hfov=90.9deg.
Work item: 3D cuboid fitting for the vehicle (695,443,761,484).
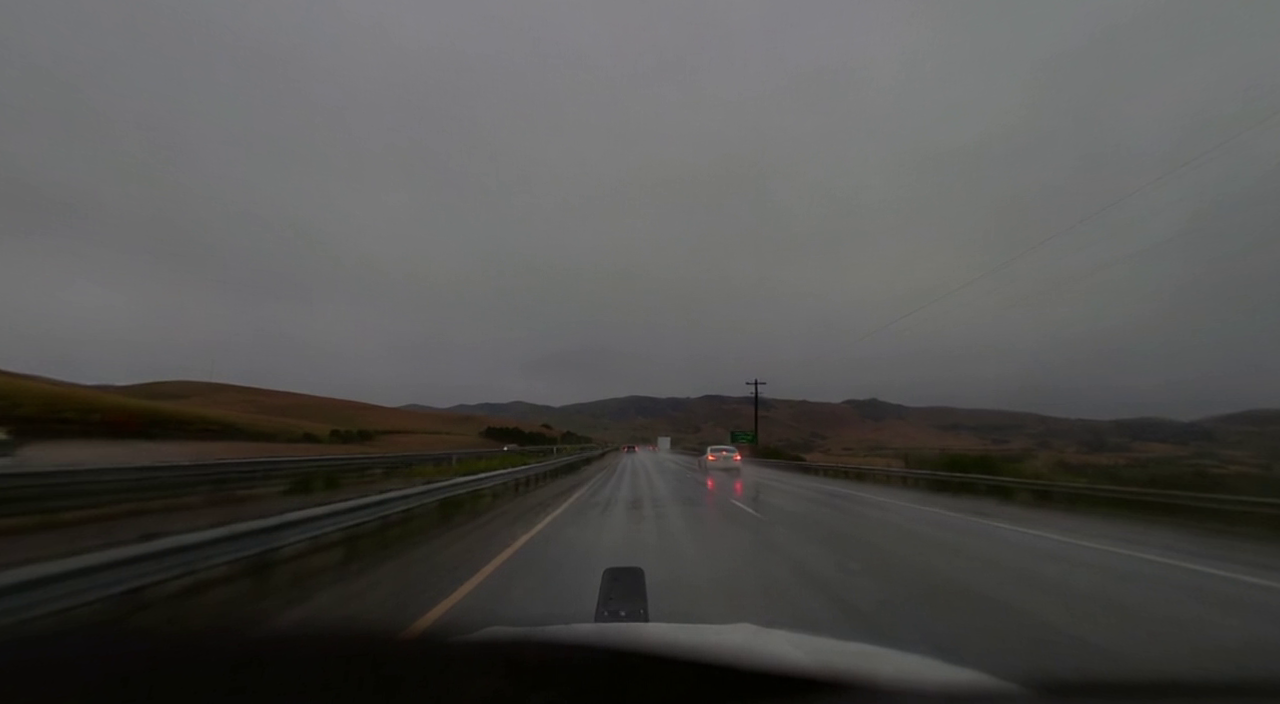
[{"bbox_3d":[3.540,4.558,26.228,1.960,1.516,4.657,0,-8,-1],"label":"vehicle"}]
